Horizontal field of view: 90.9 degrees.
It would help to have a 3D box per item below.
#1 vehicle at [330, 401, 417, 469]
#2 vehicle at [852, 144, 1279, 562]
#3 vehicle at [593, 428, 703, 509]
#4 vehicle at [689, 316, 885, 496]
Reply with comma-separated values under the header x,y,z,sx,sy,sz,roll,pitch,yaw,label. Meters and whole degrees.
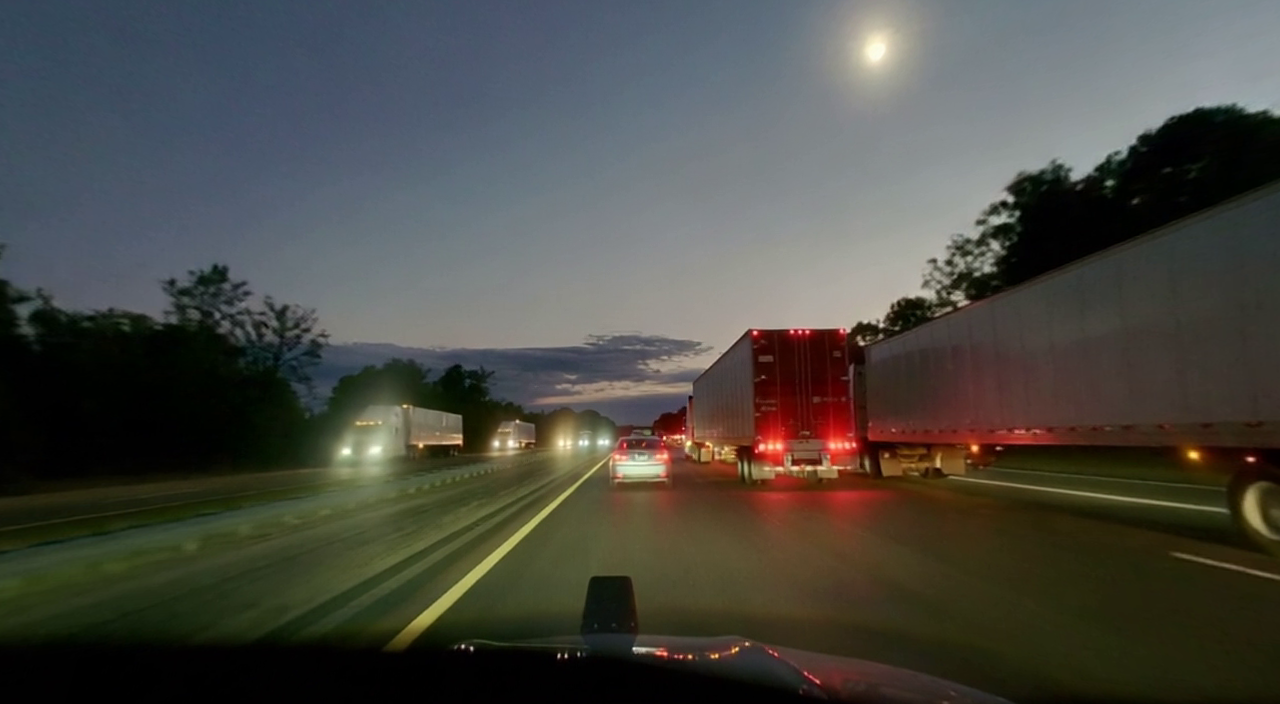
x,y,z,sx,sy,sz,roll,pitch,yaw,label
-17.011,5.359,40.747,2.962,4.015,5.938,0,-8,-1,vehicle
8.120,0.706,11.801,3.110,4.308,14.260,0,-8,-1,vehicle
0.099,2.412,13.614,2.038,1.477,3.773,0,-8,-1,vehicle
3.887,2.131,21.462,2.888,4.099,14.183,0,-8,-2,vehicle
